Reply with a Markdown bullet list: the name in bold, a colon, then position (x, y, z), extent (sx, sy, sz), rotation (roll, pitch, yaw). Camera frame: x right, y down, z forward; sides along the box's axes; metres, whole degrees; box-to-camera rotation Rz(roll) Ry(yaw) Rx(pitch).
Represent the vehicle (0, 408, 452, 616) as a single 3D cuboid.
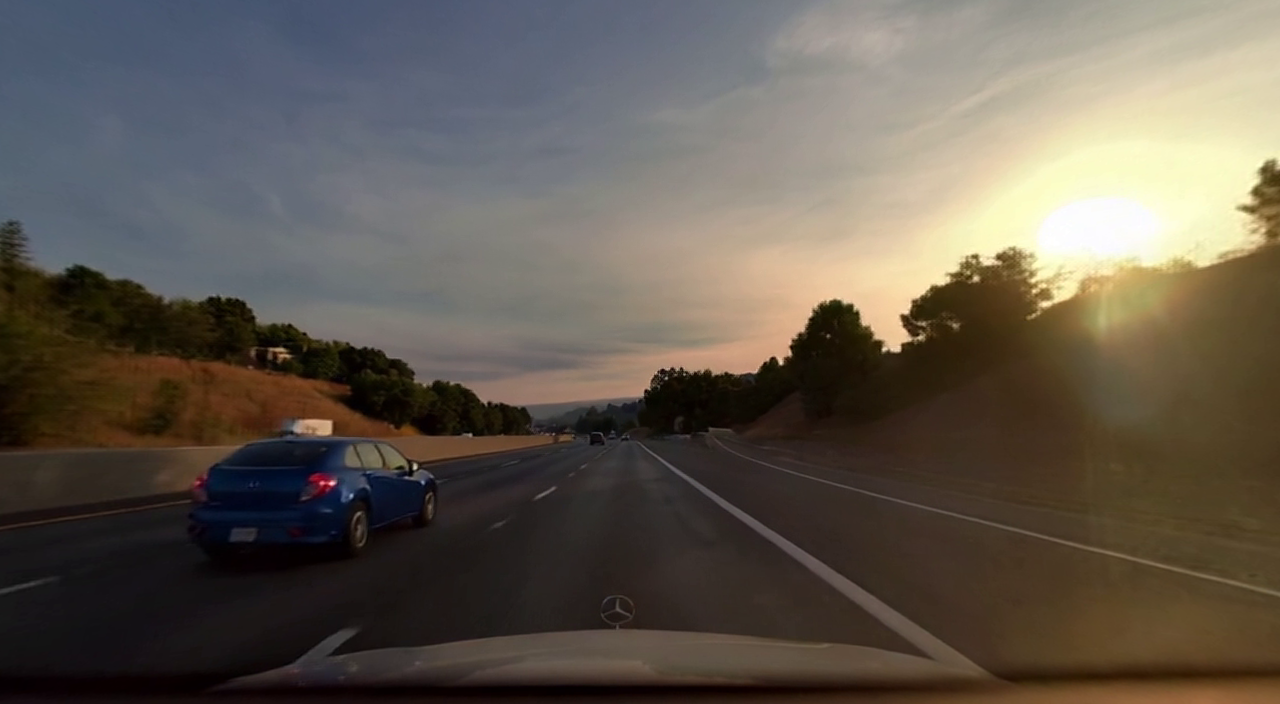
- **vehicle**: position (-3.715, 1.471, 6.849), extent (2.026, 1.517, 4.325), rotation (0, -8, 0)
